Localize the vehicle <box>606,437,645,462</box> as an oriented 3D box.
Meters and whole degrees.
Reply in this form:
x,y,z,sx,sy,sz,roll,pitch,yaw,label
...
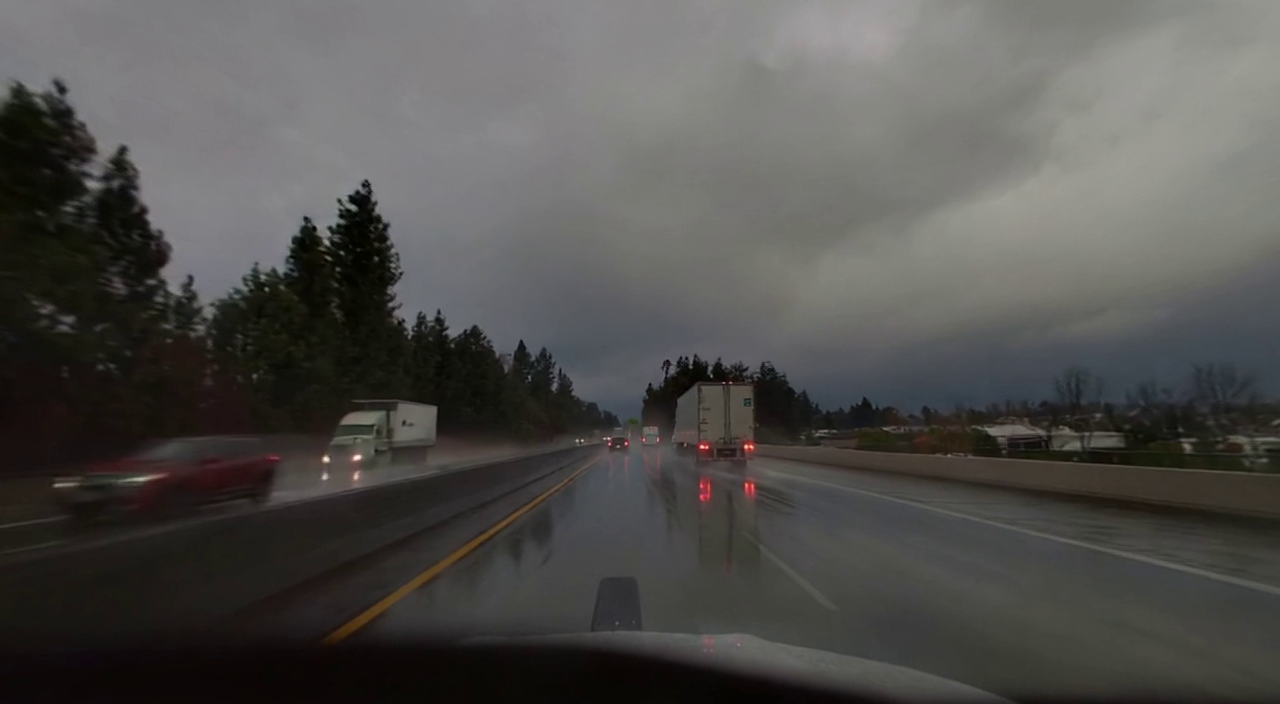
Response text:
x,y,z,sx,sy,sz,roll,pitch,yaw,label
-0.874,5.993,39.013,2.259,1.466,3.693,0,-8,-1,vehicle

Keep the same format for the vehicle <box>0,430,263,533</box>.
x,y,z,sx,sy,sz,roll,pitch,yaw,label
-8.887,2.174,11.256,1.961,1.504,3.762,0,-8,0,vehicle

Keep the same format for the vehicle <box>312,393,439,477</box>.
x,y,z,sx,sy,sz,roll,pitch,yaw,label
-13.949,4.499,34.360,2.869,3.930,9.386,0,-8,0,vehicle

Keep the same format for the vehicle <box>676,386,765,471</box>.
x,y,z,sx,sy,sz,roll,pitch,yaw,label
3.580,3.726,30.385,2.921,3.526,8.207,0,-8,-2,vehicle
